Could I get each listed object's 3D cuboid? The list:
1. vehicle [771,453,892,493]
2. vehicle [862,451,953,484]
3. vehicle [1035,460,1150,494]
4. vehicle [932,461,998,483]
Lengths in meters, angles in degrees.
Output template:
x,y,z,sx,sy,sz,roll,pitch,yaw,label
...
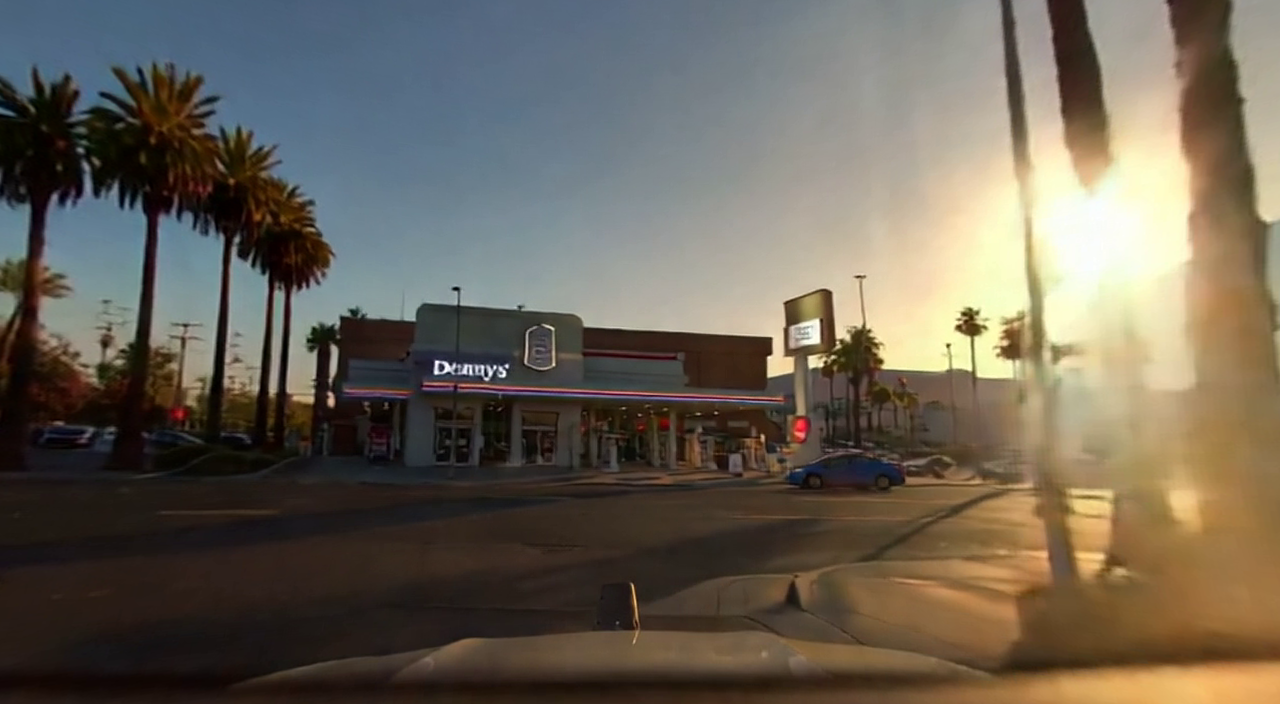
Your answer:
x,y,z,sx,sy,sz,roll,pitch,yaw,label
8.036,5.101,26.679,4.570,1.480,1.873,3,-8,-11,vehicle
16.682,7.194,39.470,4.880,1.754,2.202,2,-4,-14,vehicle
29.393,8.104,41.331,2.490,1.958,5.823,4,-10,-12,vehicle
24.856,9.195,48.539,2.074,1.480,4.369,4,-10,-14,vehicle
